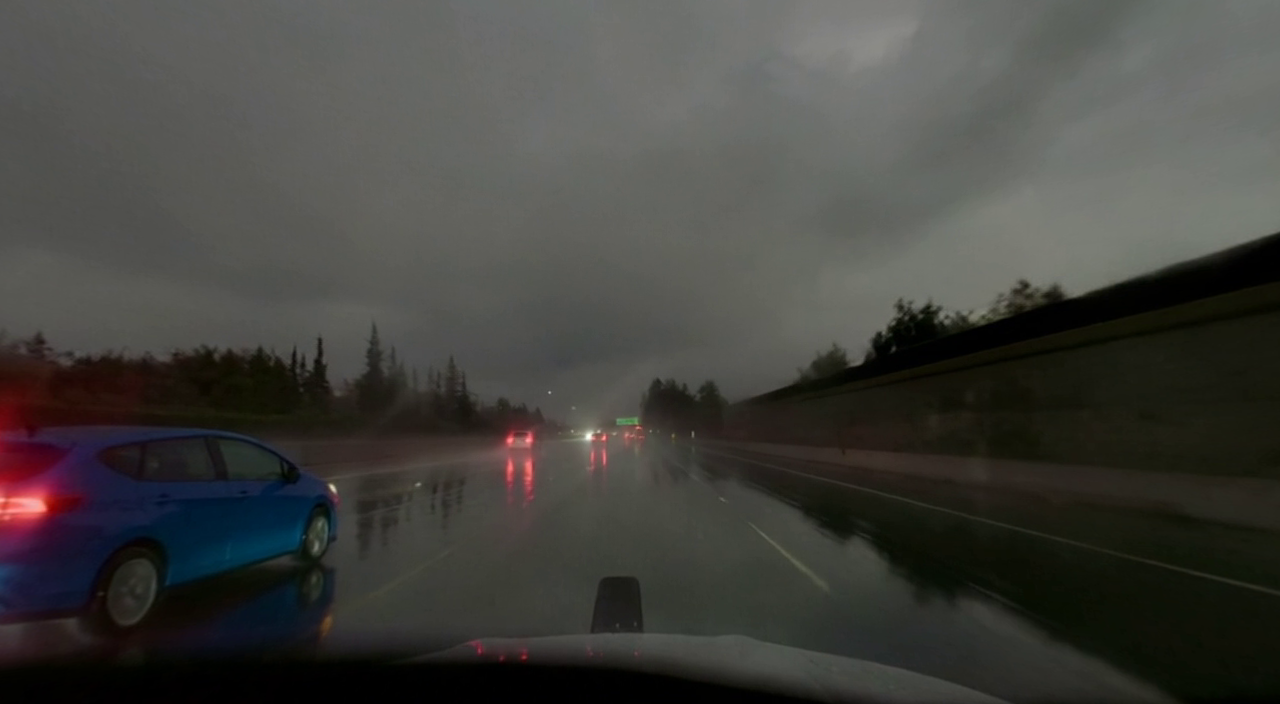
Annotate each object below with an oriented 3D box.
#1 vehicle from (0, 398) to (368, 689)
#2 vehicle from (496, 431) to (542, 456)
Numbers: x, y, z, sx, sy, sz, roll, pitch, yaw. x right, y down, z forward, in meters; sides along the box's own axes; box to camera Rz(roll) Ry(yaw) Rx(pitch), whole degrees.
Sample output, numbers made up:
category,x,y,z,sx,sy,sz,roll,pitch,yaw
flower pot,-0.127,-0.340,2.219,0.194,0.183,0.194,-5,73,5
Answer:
category,x,y,z,sx,sy,sz,roll,pitch,yaw
vehicle,-4.219,1.255,5.278,2.079,1.500,3.881,0,-8,1
vehicle,-8.004,6.107,42.093,2.053,1.582,4.878,0,-8,1
